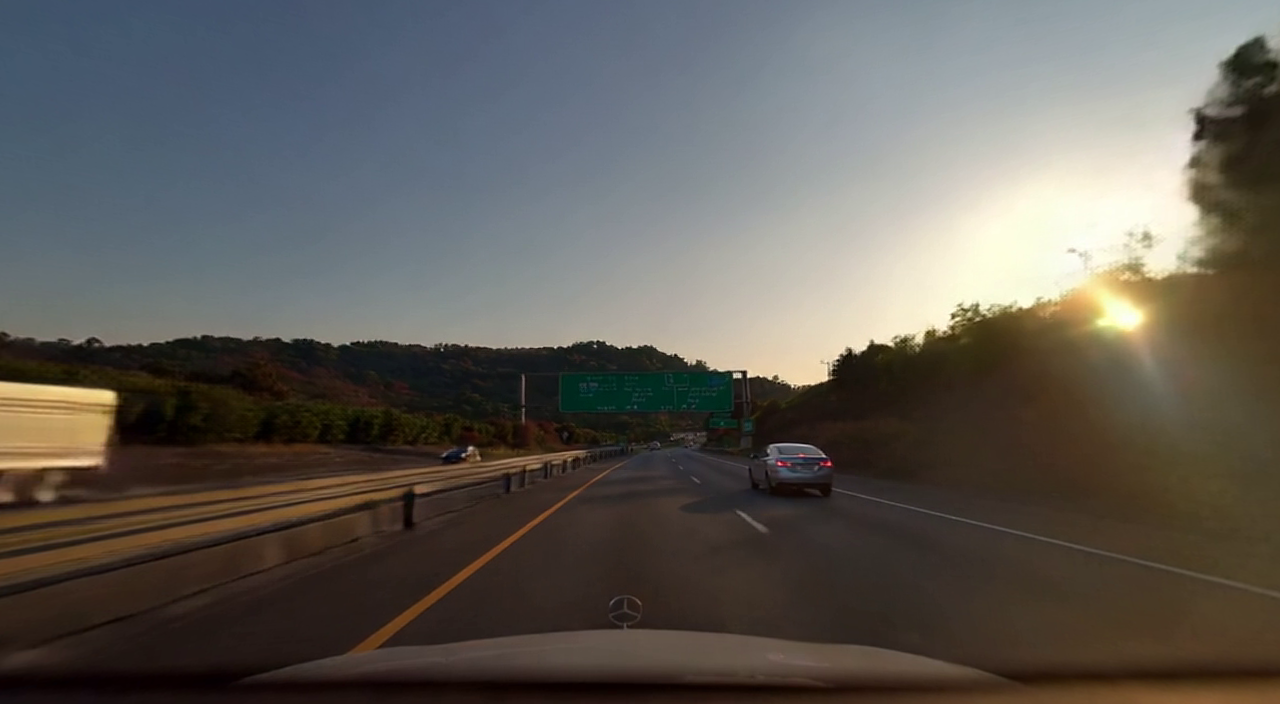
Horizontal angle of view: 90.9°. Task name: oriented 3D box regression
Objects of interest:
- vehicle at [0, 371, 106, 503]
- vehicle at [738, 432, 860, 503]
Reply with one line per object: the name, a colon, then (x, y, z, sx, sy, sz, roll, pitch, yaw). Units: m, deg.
vehicle: (-22.436, 2.094, 15.925, 3.284, 4.203, 16.559, -1, -8, 1)
vehicle: (3.771, 2.821, 15.757, 1.997, 1.515, 4.025, 0, -9, 0)
